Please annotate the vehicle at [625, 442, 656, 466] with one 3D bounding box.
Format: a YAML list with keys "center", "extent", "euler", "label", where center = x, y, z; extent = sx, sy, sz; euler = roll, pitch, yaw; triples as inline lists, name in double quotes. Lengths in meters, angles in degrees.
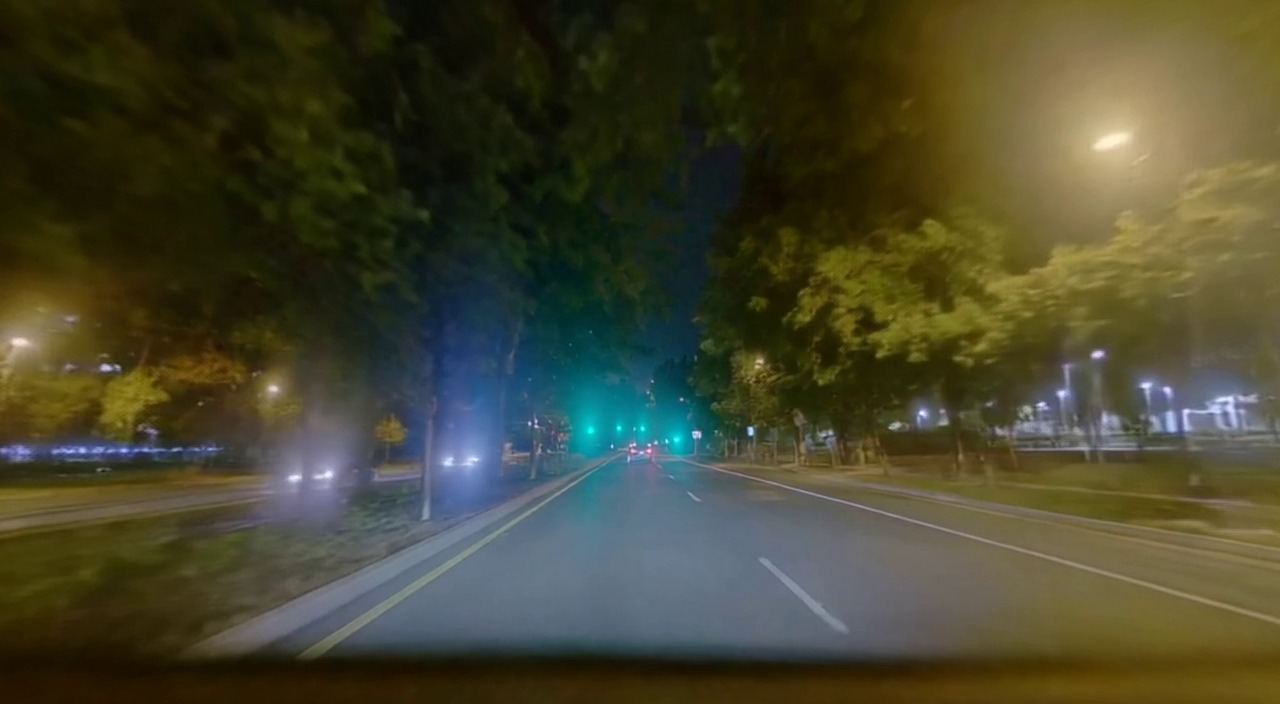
- center: [0.026, 6.992, 43.520]
  extent: [2.048, 1.584, 4.393]
  euler: [0, -8, -1]
  label: "vehicle"
